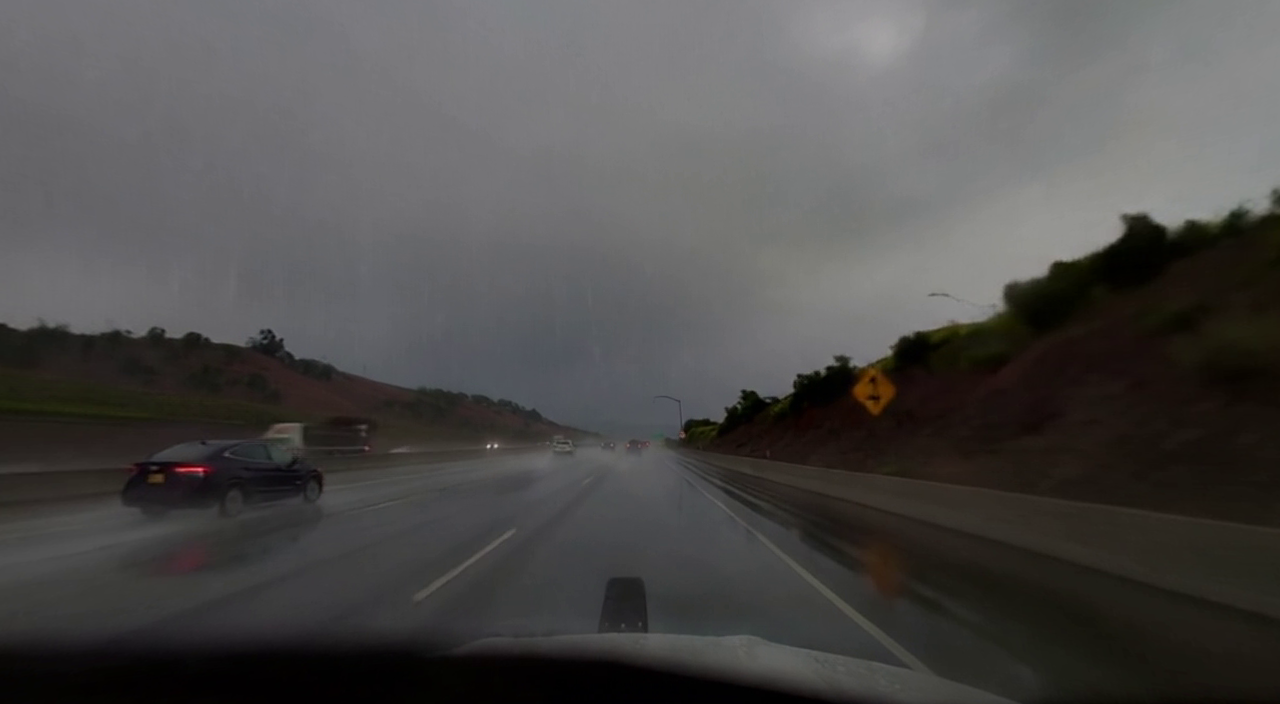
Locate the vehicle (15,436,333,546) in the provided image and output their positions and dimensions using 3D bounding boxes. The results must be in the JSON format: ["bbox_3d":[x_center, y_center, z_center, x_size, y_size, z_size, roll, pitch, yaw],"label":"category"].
[{"bbox_3d":[-7.480,2.230,10.878,1.949,1.465,4.563,0,-8,1],"label":"vehicle"}]
